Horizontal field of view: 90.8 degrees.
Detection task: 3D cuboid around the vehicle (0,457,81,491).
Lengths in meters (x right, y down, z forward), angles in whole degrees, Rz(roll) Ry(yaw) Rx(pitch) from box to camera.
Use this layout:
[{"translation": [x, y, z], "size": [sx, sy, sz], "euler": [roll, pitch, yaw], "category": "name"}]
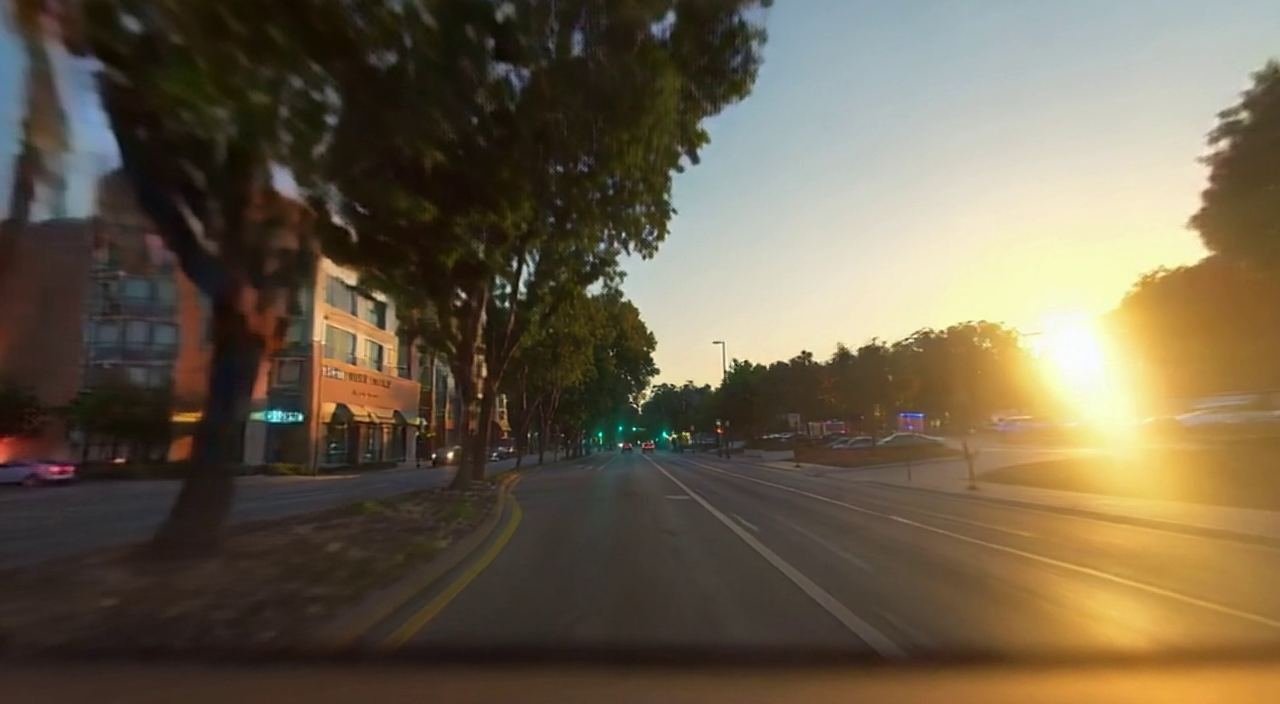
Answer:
[{"translation": [-31.900, 6.249, 32.544], "size": [4.486, 1.614, 1.950], "euler": [-1, -9, 5], "category": "vehicle"}]
